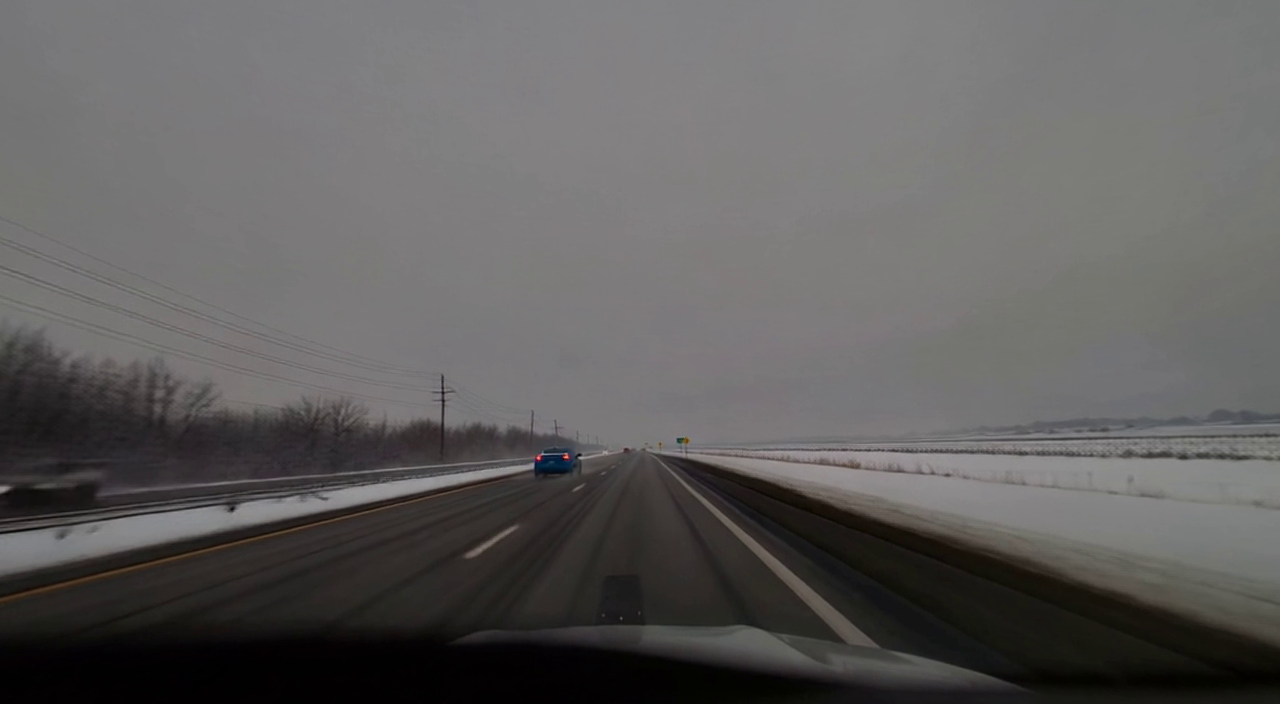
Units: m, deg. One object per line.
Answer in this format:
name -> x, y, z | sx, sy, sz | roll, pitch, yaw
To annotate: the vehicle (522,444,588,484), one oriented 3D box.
vehicle -> -3.497, 4.720, 26.857 | 2.106, 1.543, 4.465 | 0, -9, 1
